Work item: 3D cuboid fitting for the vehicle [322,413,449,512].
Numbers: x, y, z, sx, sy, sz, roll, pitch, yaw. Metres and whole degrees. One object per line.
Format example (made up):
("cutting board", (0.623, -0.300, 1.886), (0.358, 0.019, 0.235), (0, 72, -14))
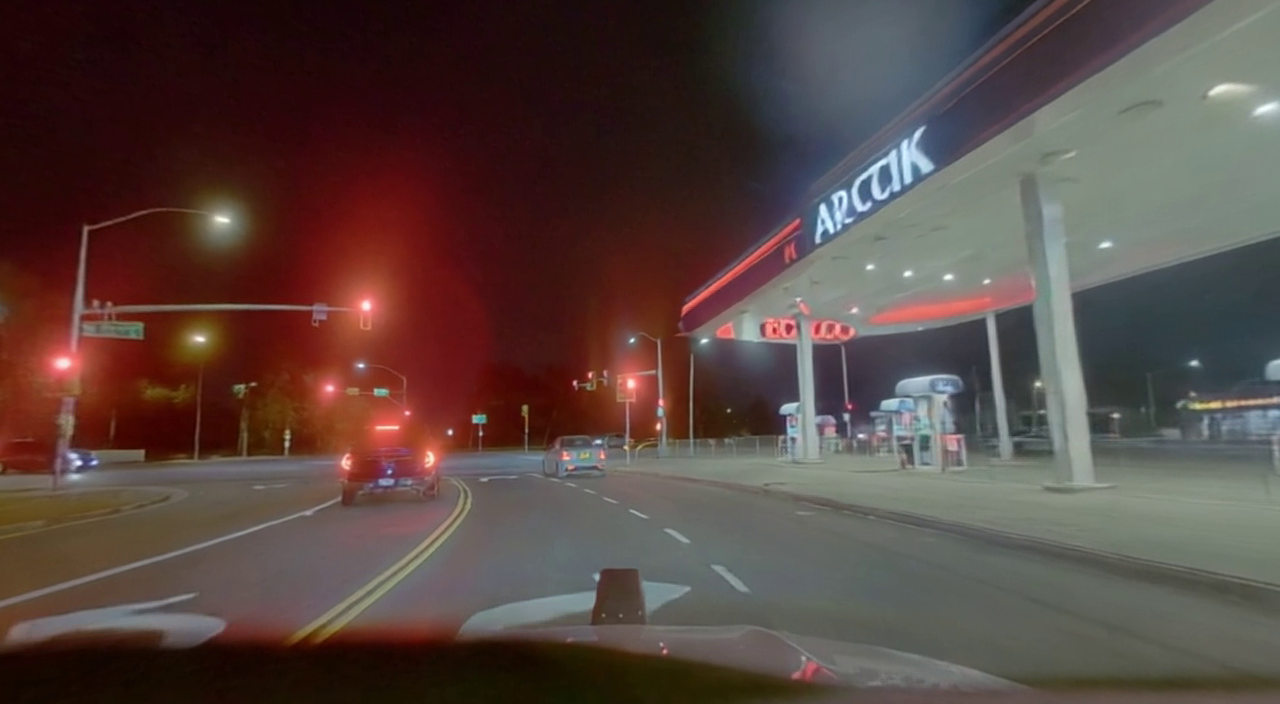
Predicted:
("vehicle", (-6.002, 2.658, 15.510), (2.254, 2.006, 4.766), (3, -9, -15))

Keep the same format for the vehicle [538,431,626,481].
("vehicle", (-2.527, 4.259, 26.055), (2.202, 1.822, 4.826), (4, -9, -23))

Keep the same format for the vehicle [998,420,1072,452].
("vehicle", (23.096, 4.945, 36.734), (4.595, 1.764, 2.160), (7, -11, -38))

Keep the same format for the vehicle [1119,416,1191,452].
("vehicle", (27.134, 4.375, 33.144), (4.422, 1.752, 1.988), (7, -11, -39))

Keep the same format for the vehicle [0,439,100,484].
("vehicle", (-25.524, 4.471, 25.783), (4.632, 1.757, 2.073), (4, -9, -24))
